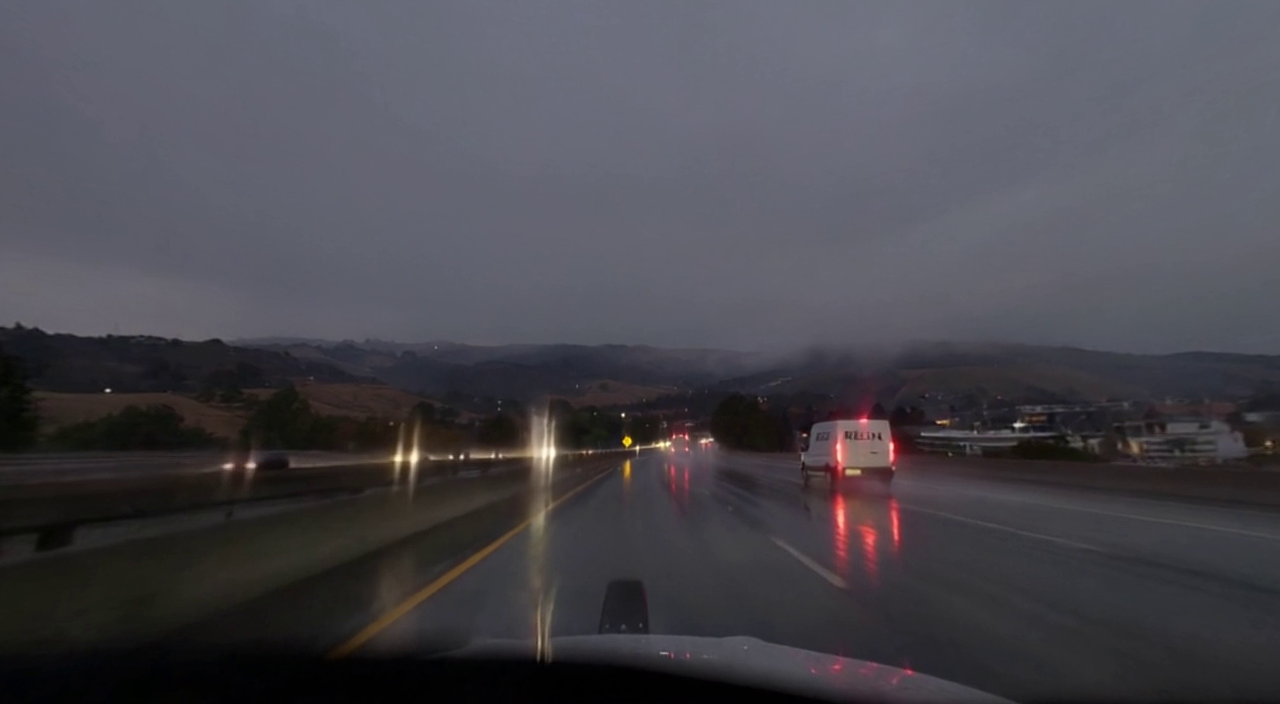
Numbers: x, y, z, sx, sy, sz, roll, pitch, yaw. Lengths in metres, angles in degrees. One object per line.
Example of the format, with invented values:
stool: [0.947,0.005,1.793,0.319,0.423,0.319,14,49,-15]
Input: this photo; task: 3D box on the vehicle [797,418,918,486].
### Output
vehicle: [7.422,3.491,22.332,2.275,2.059,5.543,0,-8,0]

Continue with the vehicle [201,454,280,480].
vehicle: [-25.051,7.183,39.741,1.872,1.450,4.701,0,-8,0]
